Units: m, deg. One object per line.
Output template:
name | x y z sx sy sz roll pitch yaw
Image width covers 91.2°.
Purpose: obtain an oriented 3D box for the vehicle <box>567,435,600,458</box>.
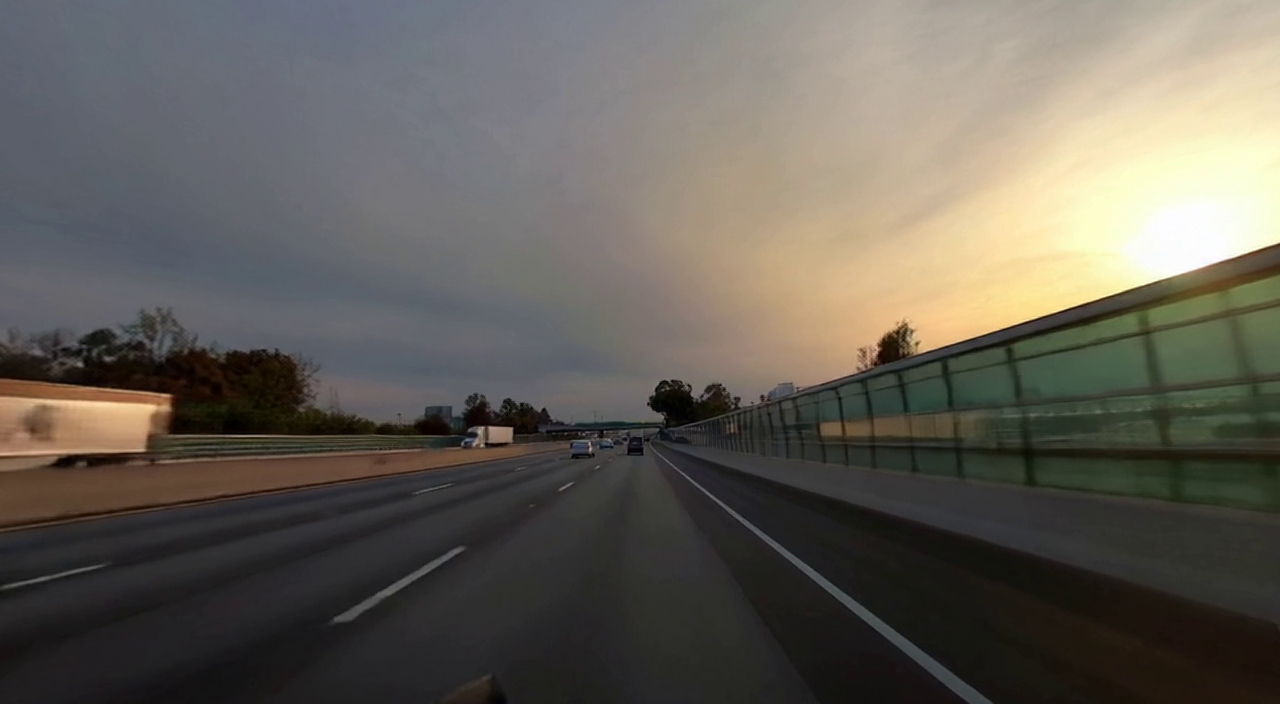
vehicle | -4.110 6.985 46.372 2.063 1.598 4.189 0 -8 1
